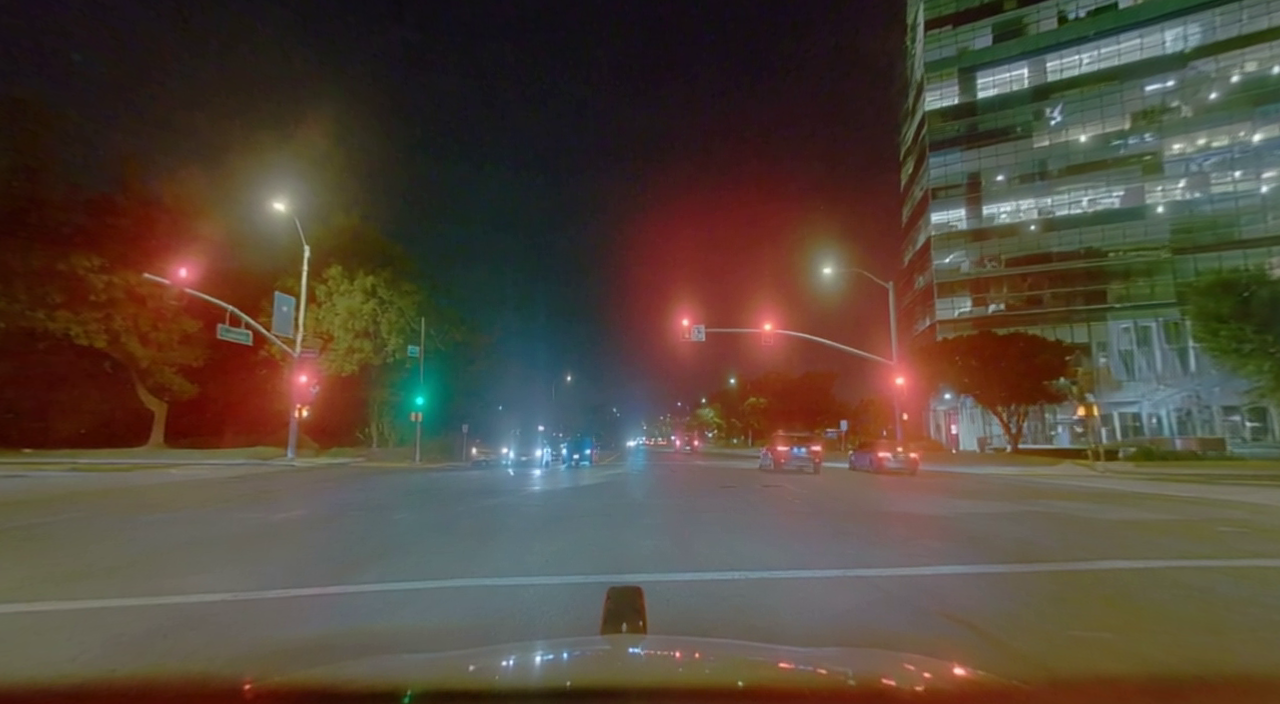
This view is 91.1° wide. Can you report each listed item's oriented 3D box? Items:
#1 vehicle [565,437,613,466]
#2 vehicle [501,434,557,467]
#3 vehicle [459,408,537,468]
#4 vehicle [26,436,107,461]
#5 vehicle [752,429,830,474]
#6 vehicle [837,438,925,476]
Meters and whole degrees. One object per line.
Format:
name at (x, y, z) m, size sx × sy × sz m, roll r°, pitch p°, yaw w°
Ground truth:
vehicle at (-2.742, 5.478, 34.767) m, size 2.147 × 1.481 × 4.331 m, roll 0°, pitch -8°, yaw 2°
vehicle at (-6.045, 5.434, 34.757) m, size 2.182 × 1.677 × 4.384 m, roll 0°, pitch -8°, yaw 1°
vehicle at (-9.182, 5.510, 41.707) m, size 3.191 × 3.314 × 7.914 m, roll -3°, pitch -4°, yaw 0°
vehicle at (-35.488, 5.980, 38.958) m, size 1.628 × 1.448 × 3.621 m, roll 0°, pitch -9°, yaw -2°
vehicle at (6.241, 4.187, 26.581) m, size 2.098 × 1.723 × 4.881 m, roll 0°, pitch -8°, yaw 0°
vehicle at (9.965, 4.363, 26.304) m, size 1.896 × 1.463 × 4.296 m, roll 0°, pitch -8°, yaw -1°
